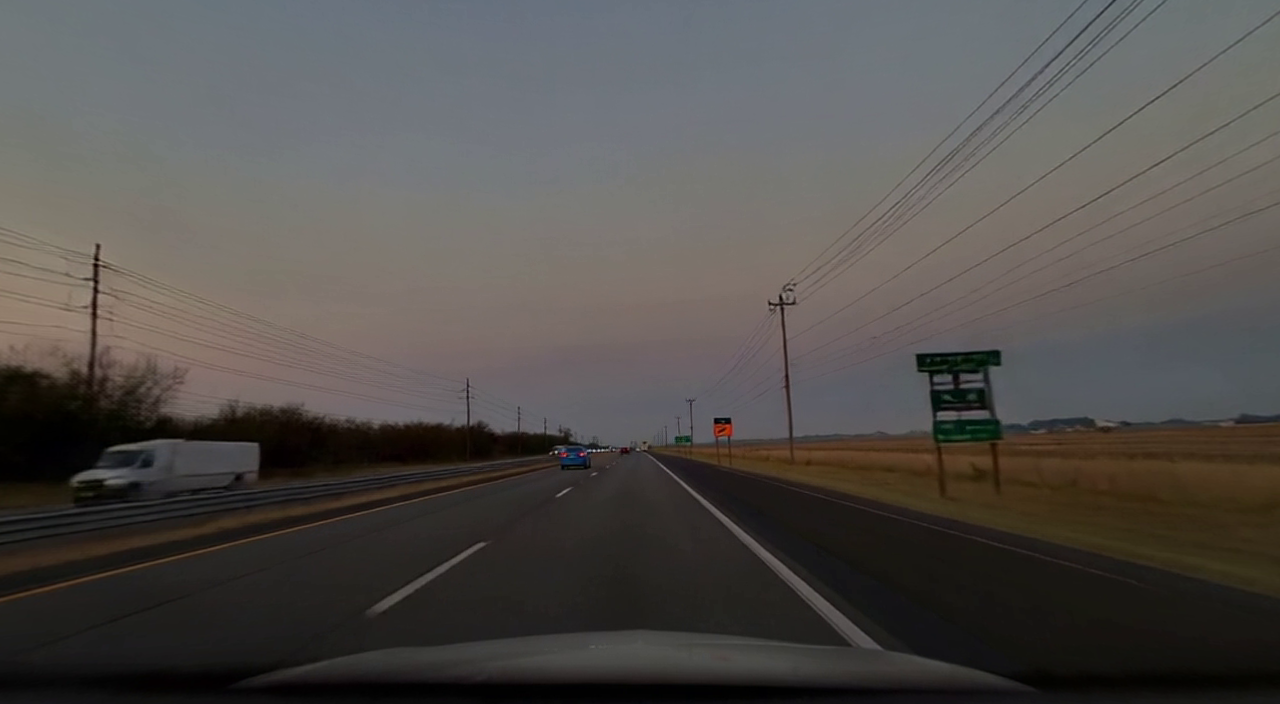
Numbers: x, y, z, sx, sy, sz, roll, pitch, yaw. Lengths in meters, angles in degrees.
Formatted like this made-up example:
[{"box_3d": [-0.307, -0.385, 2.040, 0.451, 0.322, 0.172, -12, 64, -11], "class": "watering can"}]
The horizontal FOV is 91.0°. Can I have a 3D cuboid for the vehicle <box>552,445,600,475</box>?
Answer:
[{"box_3d": [-3.451, 5.956, 34.905, 2.106, 1.543, 4.465, 0, -9, 1], "class": "vehicle"}]

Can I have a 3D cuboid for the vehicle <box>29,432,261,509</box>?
[{"box_3d": [-25.127, 6.070, 33.267, 3.258, 3.325, 10.964, 0, -9, 1], "class": "vehicle"}]
